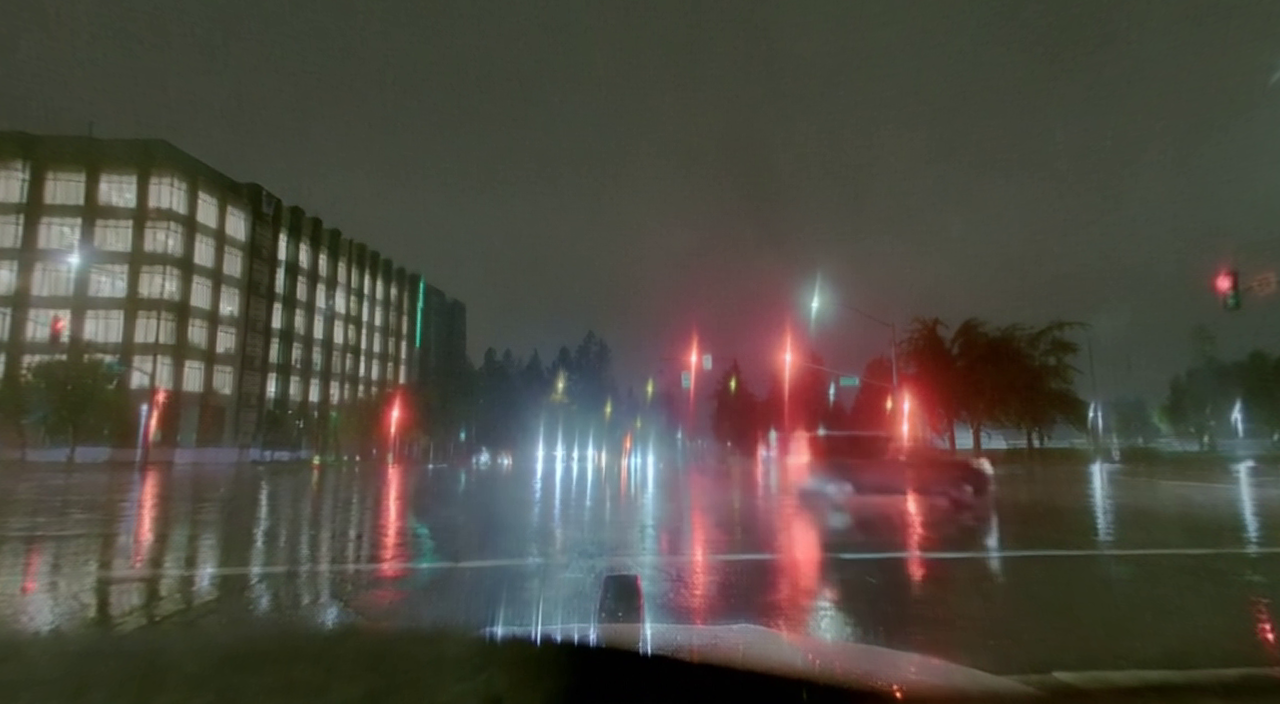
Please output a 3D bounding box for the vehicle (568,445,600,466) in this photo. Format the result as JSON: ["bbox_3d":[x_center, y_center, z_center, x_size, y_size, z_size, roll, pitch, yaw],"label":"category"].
[{"bbox_3d":[-4.363,8.126,49.743,2.130,1.613,4.121,0,-8,0],"label":"vehicle"}]

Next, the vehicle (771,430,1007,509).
[{"bbox_3d":[5.877,2.783,15.292,4.853,1.719,1.986,1,-8,-6],"label":"vehicle"}]
